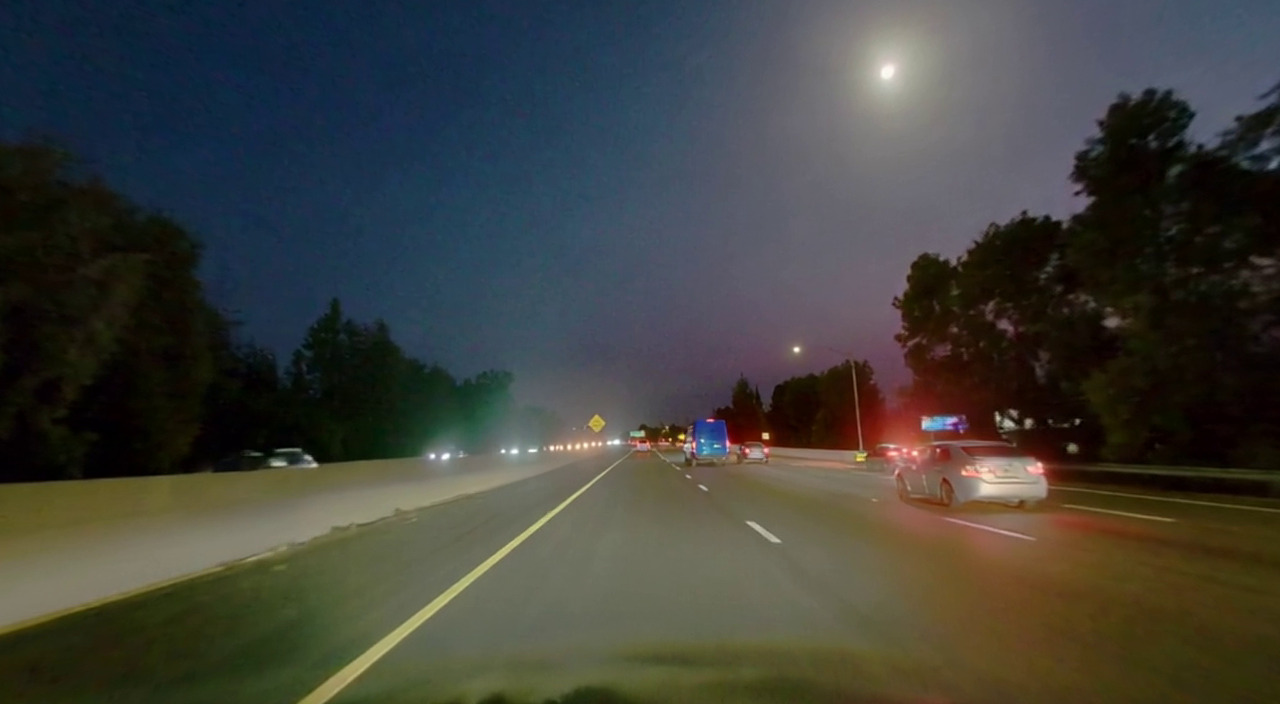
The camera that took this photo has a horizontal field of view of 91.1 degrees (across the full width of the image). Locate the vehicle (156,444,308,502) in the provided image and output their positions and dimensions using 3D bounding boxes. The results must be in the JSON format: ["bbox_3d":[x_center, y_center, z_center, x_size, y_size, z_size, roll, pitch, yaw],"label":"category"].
[{"bbox_3d":[-13.975,4.112,21.932,2.213,1.636,4.641,-4,-8,0],"label":"vehicle"}]

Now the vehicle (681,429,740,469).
[{"bbox_3d":[3.899,5.495,35.825,2.546,2.087,5.404,0,-8,-2],"label":"vehicle"}]

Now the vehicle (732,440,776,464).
[{"bbox_3d":[7.445,6.587,41.451,2.099,1.510,3.784,0,-8,-1],"label":"vehicle"}]

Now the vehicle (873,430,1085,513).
[{"bbox_3d":[7.215,2.582,14.138,2.003,1.517,4.936,0,-8,0],"label":"vehicle"}]
